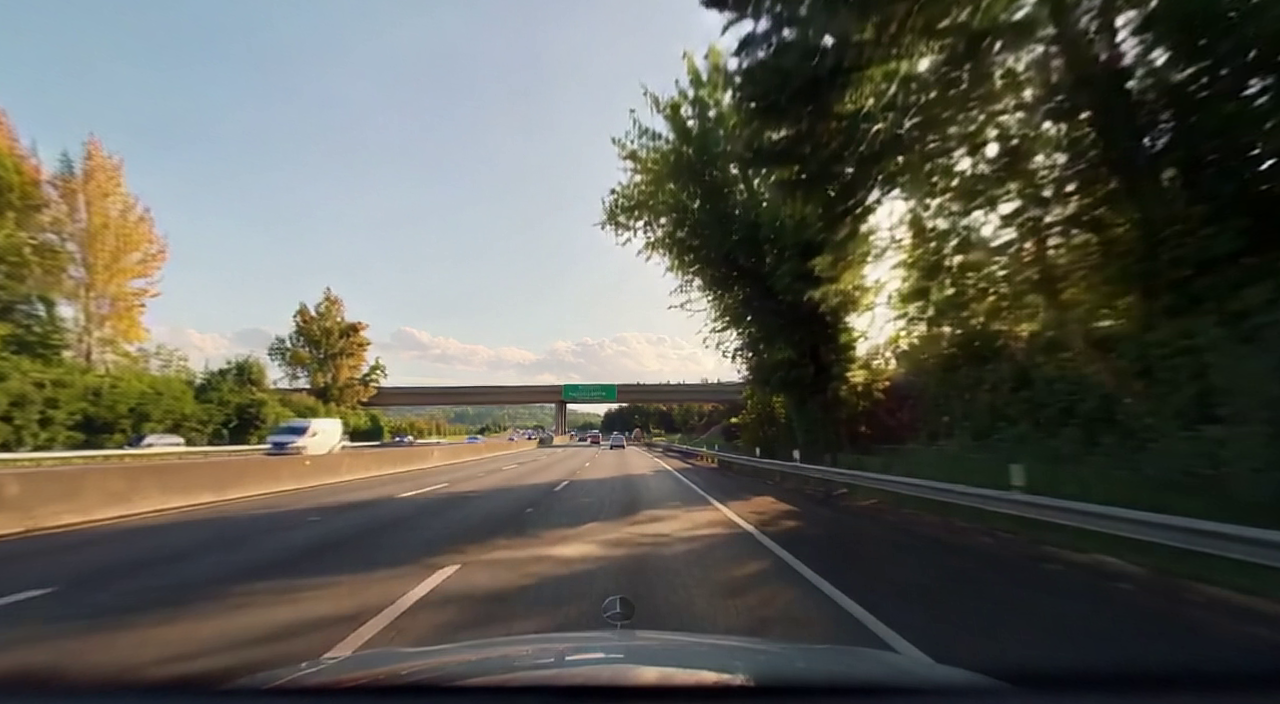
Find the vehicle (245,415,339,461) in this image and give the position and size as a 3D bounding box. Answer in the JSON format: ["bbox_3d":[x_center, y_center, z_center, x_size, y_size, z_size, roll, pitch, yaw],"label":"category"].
[{"bbox_3d":[-22.176,5.556,40.533,2.212,2.671,6.968,0,-8,-2],"label":"vehicle"}]

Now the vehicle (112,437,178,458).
[{"bbox_3d":[-34.178,6.561,43.488,1.654,1.396,3.641,0,-8,-1],"label":"vehicle"}]
